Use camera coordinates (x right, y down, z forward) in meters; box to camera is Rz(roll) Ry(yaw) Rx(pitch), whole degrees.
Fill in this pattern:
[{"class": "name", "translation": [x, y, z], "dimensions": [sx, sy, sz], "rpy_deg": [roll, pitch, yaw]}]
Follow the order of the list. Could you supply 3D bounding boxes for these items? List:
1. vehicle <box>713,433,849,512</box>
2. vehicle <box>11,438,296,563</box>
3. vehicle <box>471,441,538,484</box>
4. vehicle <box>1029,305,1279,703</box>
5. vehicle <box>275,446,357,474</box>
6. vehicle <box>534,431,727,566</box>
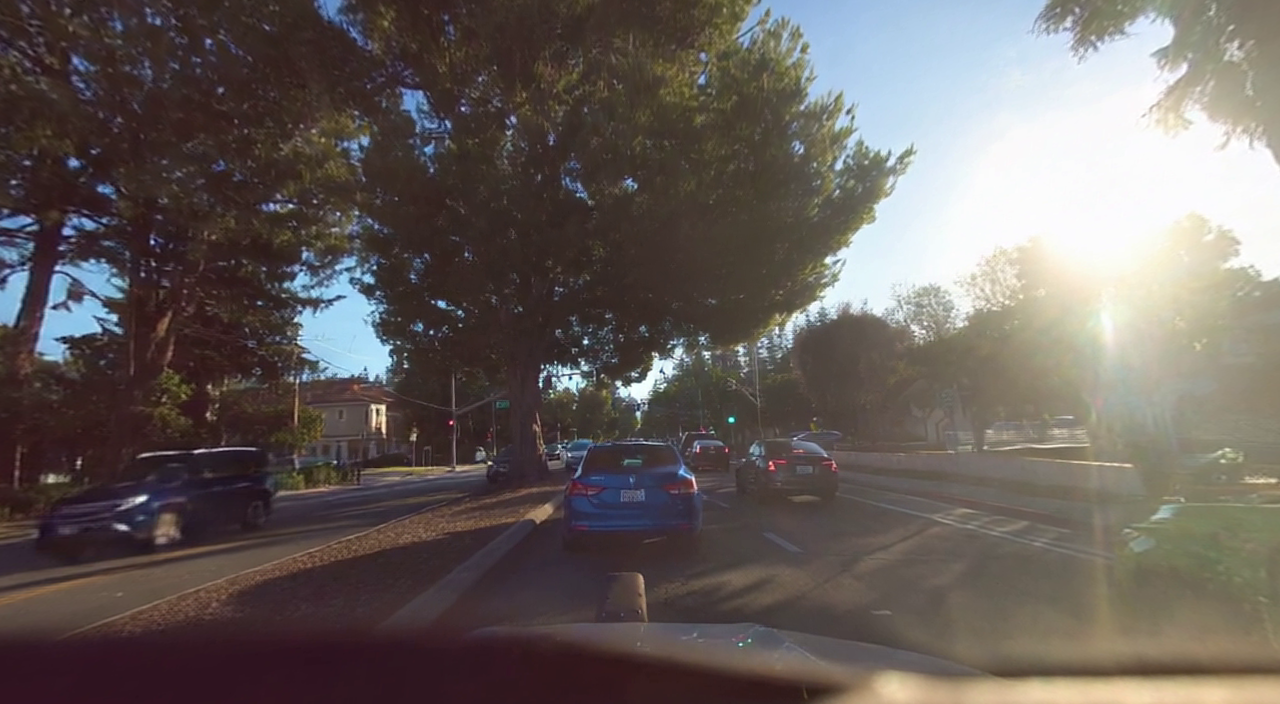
[{"class": "vehicle", "translation": [3.004, 2.667, 14.529], "dimensions": [1.971, 1.517, 4.521], "rpy_deg": [0, -8, -1]}, {"class": "vehicle", "translation": [-8.270, 2.481, 11.391], "dimensions": [1.996, 1.680, 4.203], "rpy_deg": [-2, -8, -4]}, {"class": "vehicle", "translation": [-5.739, 4.718, 27.366], "dimensions": [2.058, 1.695, 4.319], "rpy_deg": [0, -8, -2]}, {"class": "vehicle", "translation": [3.357, 0.597, 1.511], "dimensions": [2.006, 1.766, 4.345], "rpy_deg": [0, -8, -1]}, {"class": "vehicle", "translation": [-19.859, 6.638, 38.798], "dimensions": [3.957, 1.630, 1.881], "rpy_deg": [0, -8, -1]}, {"class": "vehicle", "translation": [-0.148, 1.973, 9.298], "dimensions": [2.186, 1.500, 4.141], "rpy_deg": [0, -8, -1]}]
